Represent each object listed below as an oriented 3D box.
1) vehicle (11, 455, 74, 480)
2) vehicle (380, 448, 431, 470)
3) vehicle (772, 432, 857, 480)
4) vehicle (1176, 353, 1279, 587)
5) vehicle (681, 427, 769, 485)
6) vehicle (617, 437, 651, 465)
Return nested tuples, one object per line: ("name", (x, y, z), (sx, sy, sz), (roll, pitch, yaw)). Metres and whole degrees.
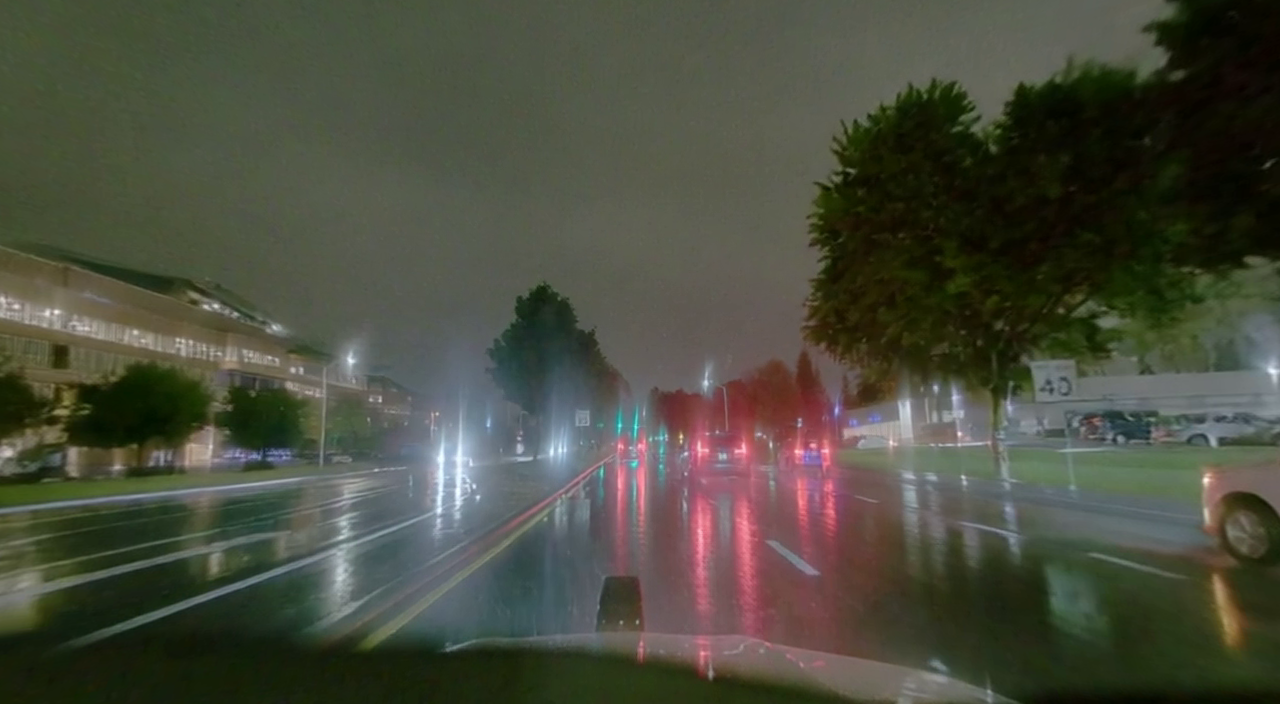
("vehicle", (-44.526, 8.571, 47.208), (1.896, 1.725, 4.611), (3, -9, -24))
("vehicle", (-18.305, 8.368, 49.624), (2.129, 1.531, 4.696), (0, -8, 1))
("vehicle", (6.676, 4.023, 24.693), (2.025, 1.719, 4.161), (0, -8, -1))
("vehicle", (7.173, 0.816, 3.974), (2.429, 2.142, 5.731), (0, -8, -1))
("vehicle", (2.786, 3.560, 21.886), (2.227, 1.794, 4.457), (0, -8, -2))
("vehicle", (-0.384, 6.408, 41.132), (2.132, 1.693, 3.819), (0, -8, -1))
